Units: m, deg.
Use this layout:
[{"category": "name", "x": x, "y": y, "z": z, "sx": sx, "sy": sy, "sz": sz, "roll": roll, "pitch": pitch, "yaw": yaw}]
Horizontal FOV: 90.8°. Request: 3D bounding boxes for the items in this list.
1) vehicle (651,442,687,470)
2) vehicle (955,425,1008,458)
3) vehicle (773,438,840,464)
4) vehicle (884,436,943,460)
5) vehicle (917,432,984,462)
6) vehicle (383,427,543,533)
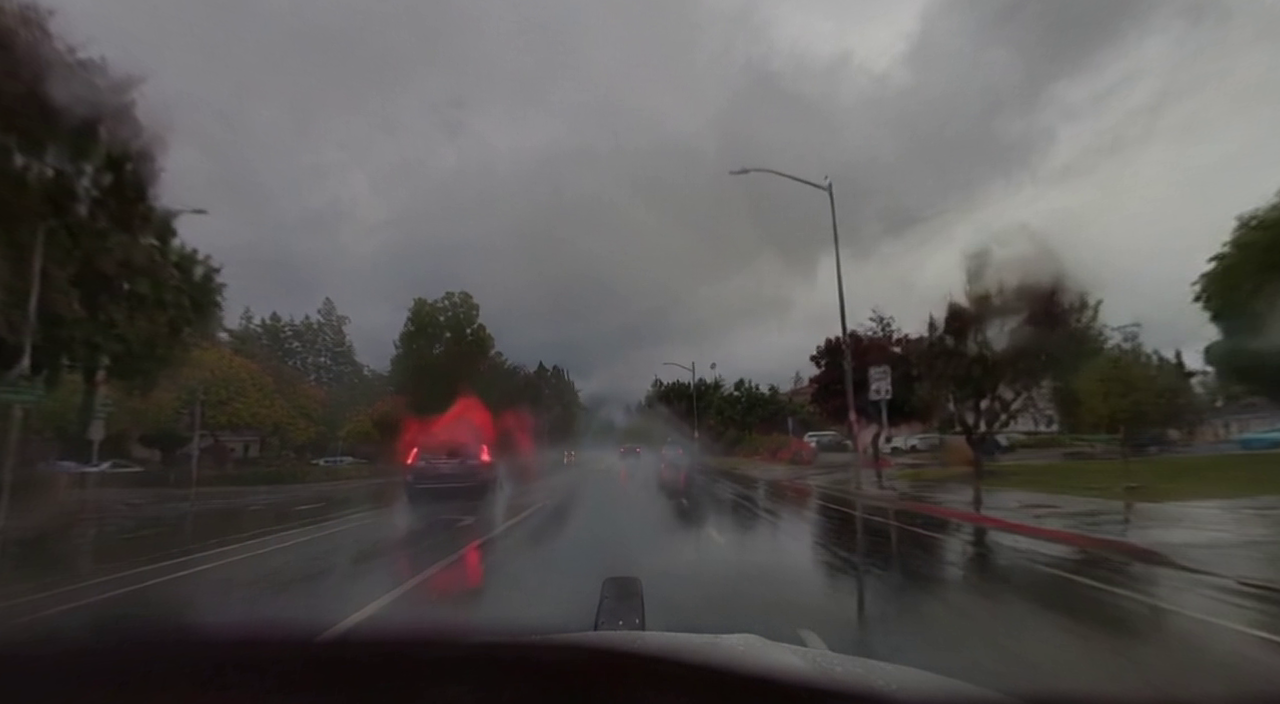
[{"category": "vehicle", "x": 1.728, "y": 6.418, "z": 39.248, "sx": 2.003, "sy": 1.614, "sz": 4.072, "roll": 0, "pitch": -8, "yaw": -1}, {"category": "vehicle", "x": 23.138, "y": 6.048, "z": 42.704, "sx": 2.117, "sy": 1.987, "sz": 4.418, "roll": -10, "pitch": -12, "yaw": 39}, {"category": "vehicle", "x": 10.471, "y": 6.248, "z": 39.970, "sx": 1.903, "sy": 1.569, "sz": 3.751, "roll": 6, "pitch": -10, "yaw": -34}, {"category": "vehicle", "x": 18.164, "y": 6.359, "z": 41.837, "sx": 2.106, "sy": 1.460, "sz": 4.389, "roll": -8, "pitch": -11, "yaw": 43}, {"category": "vehicle", "x": 18.747, "y": 5.698, "z": 38.033, "sx": 2.150, "sy": 1.659, "sz": 4.678, "roll": -8, "pitch": -12, "yaw": 44}, {"category": "vehicle", "x": -3.266, "y": 2.444, "z": 12.834, "sx": 2.205, "sy": 1.706, "sz": 4.904, "roll": 1, "pitch": -8, "yaw": -5}]
